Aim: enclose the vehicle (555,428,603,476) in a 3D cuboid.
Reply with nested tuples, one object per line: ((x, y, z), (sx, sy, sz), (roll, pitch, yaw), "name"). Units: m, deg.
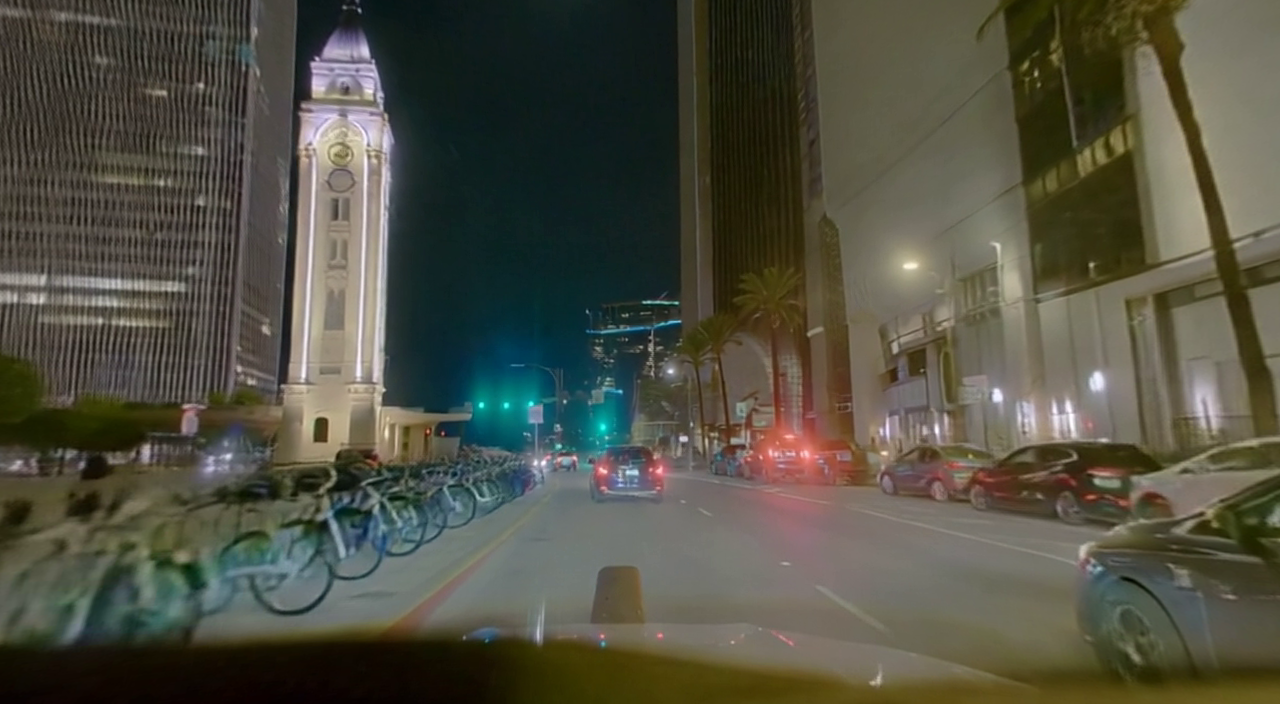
((-4.055, 6.426, 40.757), (2.400, 2.872, 6.053), (2, -9, -12), "vehicle")

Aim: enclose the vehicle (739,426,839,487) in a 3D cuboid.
((6.475, 4.621, 28.296), (2.377, 2.429, 5.532), (1, -9, -9), "vehicle")

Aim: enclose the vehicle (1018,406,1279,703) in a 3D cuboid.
((3.560, 0.843, 1.639), (2.116, 1.500, 4.702), (0, -9, -2), "vehicle")

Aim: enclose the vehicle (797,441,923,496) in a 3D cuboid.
((7.319, 3.911, 21.694), (1.945, 1.623, 5.013), (1, -9, -8), "vehicle")

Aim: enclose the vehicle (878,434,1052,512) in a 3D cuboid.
((7.976, 2.985, 16.059), (1.860, 1.684, 4.211), (1, -9, -5), "vehicle")

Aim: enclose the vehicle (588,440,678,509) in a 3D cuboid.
((-0.317, 3.189, 16.959), (2.111, 1.605, 3.832), (1, -9, -5), "vehicle")
